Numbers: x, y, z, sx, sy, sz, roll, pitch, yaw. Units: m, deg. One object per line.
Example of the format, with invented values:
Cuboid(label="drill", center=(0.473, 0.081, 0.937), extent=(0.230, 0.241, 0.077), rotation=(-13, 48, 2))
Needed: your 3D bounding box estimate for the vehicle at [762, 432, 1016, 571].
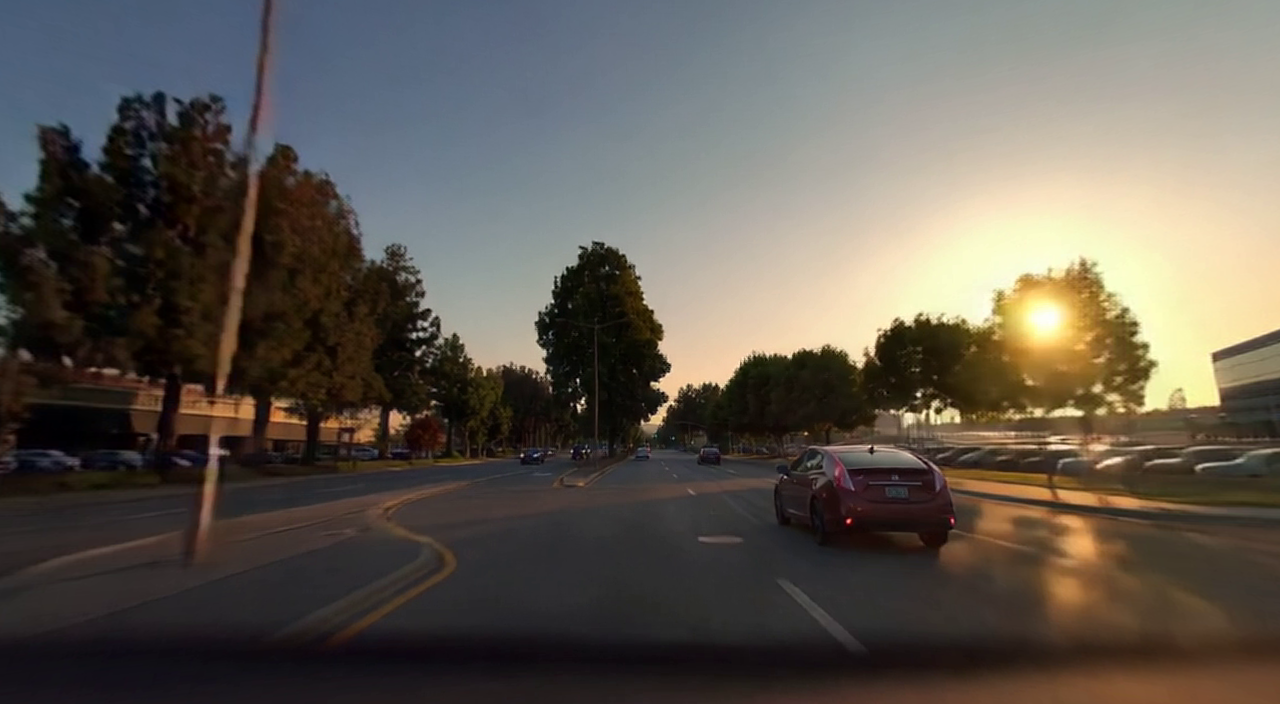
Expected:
Cuboid(label="vehicle", center=(3.164, 1.976, 9.145), extent=(1.935, 1.501, 4.384), rotation=(0, -9, 0))

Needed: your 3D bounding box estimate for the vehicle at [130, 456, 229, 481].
Cuboid(label="vehicle", center=(-29.244, 7.376, 39.947), extent=(4.707, 1.474, 1.964), rotation=(0, -9, 1))

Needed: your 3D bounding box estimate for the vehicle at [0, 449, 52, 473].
Cuboid(label="vehicle", center=(-42.400, 7.259, 41.844), extent=(4.363, 1.505, 1.984), rotation=(0, -9, 0))

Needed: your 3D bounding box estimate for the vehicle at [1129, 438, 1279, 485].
Cuboid(label="vehicle", center=(19.913, 3.750, 21.678), extent=(4.255, 1.537, 2.037), rotation=(0, -9, 1))

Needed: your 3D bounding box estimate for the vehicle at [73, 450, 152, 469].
Cuboid(label="vehicle", center=(-41.731, 8.500, 49.731), extent=(4.434, 1.472, 1.915), rotation=(0, -9, 0))
